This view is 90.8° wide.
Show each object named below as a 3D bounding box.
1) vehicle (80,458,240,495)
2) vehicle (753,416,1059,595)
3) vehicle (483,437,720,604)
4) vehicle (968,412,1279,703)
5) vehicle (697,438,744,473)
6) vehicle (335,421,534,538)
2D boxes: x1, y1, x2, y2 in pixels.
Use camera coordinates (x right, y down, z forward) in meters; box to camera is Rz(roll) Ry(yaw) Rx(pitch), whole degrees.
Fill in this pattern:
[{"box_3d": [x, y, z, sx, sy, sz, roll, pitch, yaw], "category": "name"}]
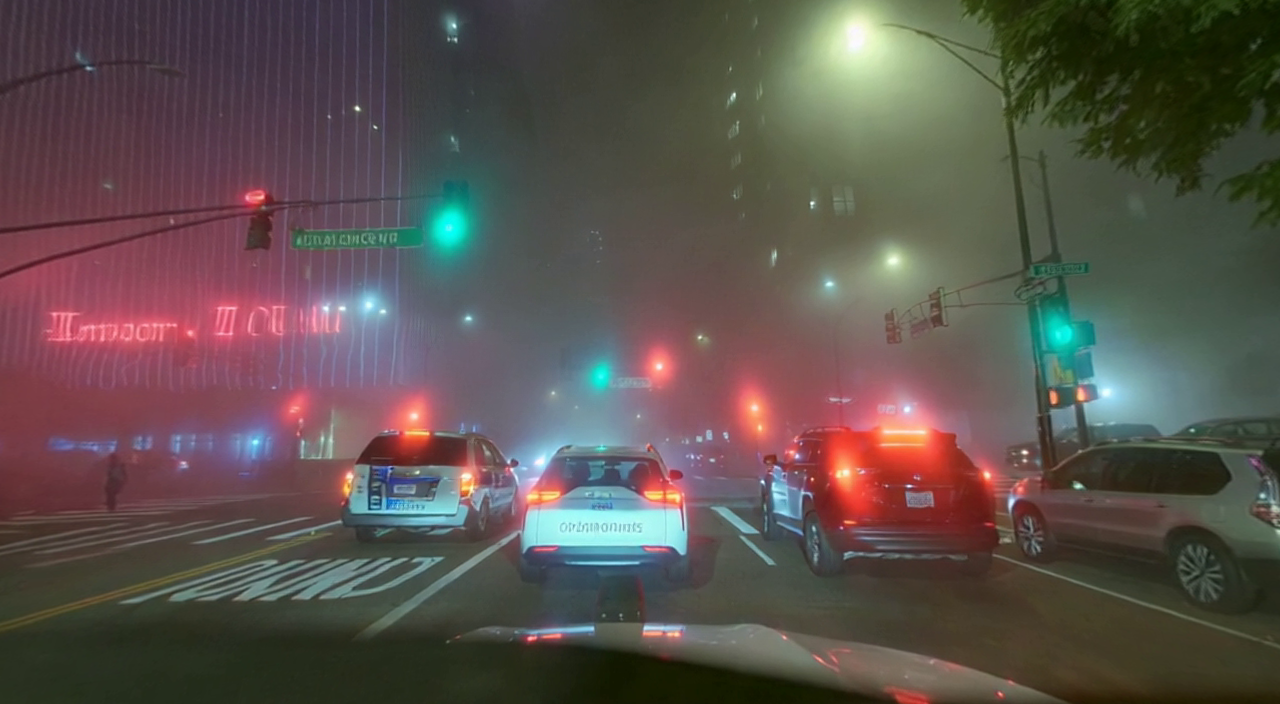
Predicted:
[{"box_3d": [-20.185, 5.243, 26.724, 5.153, 1.449, 1.966, 0, -8, 1], "category": "vehicle"}, {"box_3d": [3.030, 1.853, 8.628, 2.072, 1.735, 4.759, 0, -8, 0], "category": "vehicle"}, {"box_3d": [-0.368, 1.801, 7.718, 2.092, 1.454, 4.132, 0, -8, -1], "category": "vehicle"}, {"box_3d": [2.745, 0.807, 1.119, 1.902, 1.454, 4.540, 0, -8, 0], "category": "vehicle"}, {"box_3d": [5.648, 7.335, 45.061, 2.420, 2.300, 5.313, 0, -8, -3], "category": "vehicle"}, {"box_3d": [-3.695, 2.411, 12.693, 2.190, 1.840, 5.272, 0, -8, 0], "category": "vehicle"}]
